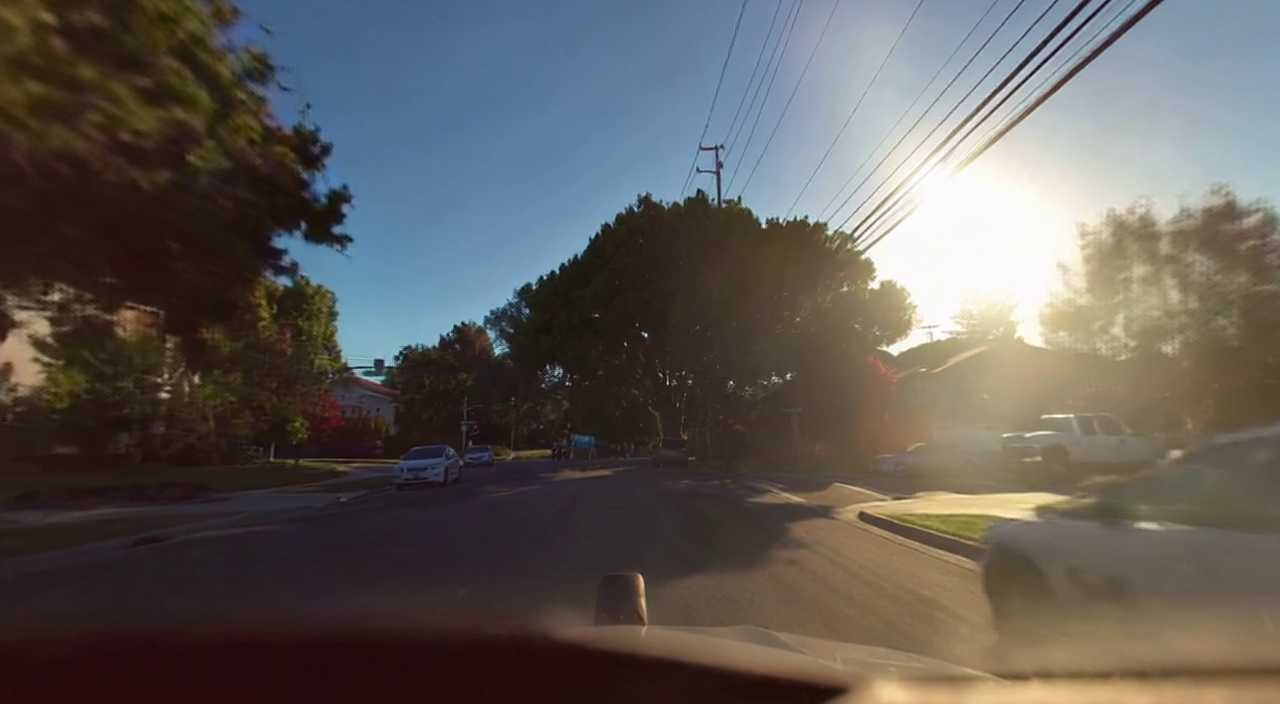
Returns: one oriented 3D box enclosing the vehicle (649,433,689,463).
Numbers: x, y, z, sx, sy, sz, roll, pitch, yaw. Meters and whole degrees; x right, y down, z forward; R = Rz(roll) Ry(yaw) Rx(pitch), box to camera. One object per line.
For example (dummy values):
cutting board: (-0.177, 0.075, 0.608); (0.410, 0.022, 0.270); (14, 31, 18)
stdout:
vehicle: (1.995, 6.925, 45.613); (2.173, 1.992, 5.891); (1, -9, -4)

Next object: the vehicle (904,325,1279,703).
vehicle: (3.481, 0.841, 2.725); (2.178, 1.757, 5.495); (0, -9, -2)

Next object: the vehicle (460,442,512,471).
vehicle: (-8.713, 5.821, 35.487); (2.033, 1.477, 4.626); (4, -9, -23)

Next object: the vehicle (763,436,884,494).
vehicle: (5.931, 3.545, 20.177); (1.944, 1.636, 4.140); (-8, -12, 43)

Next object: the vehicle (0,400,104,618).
vehicle: (-6.468, 1.066, 3.635); (2.158, 1.817, 5.230); (0, -9, 0)

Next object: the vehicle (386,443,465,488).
vehicle: (-7.722, 4.091, 23.162); (1.997, 1.456, 4.319); (1, -9, -9)
